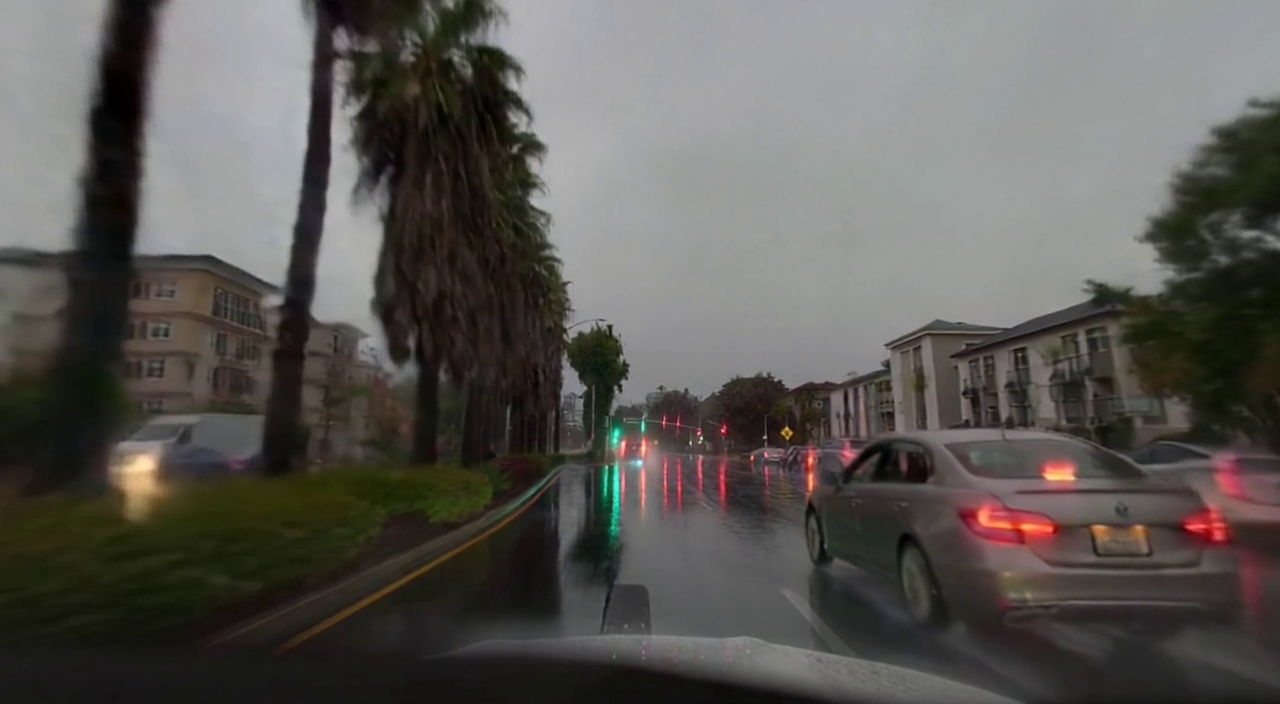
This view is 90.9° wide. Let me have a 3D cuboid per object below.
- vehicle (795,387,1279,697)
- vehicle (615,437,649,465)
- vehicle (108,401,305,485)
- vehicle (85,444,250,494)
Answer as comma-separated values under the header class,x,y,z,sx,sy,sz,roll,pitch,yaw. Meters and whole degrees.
class,x,y,z,sx,sy,sz,roll,pitch,yaw
vehicle,2.944,1.326,5.569,2.009,1.639,4.267,0,-9,-1
vehicle,-0.488,6.440,41.079,2.087,1.709,4.076,0,-8,0
vehicle,-18.971,4.145,28.524,2.933,3.159,8.124,-2,-9,2
vehicle,-15.506,3.819,21.090,1.783,1.477,4.624,0,-9,3
